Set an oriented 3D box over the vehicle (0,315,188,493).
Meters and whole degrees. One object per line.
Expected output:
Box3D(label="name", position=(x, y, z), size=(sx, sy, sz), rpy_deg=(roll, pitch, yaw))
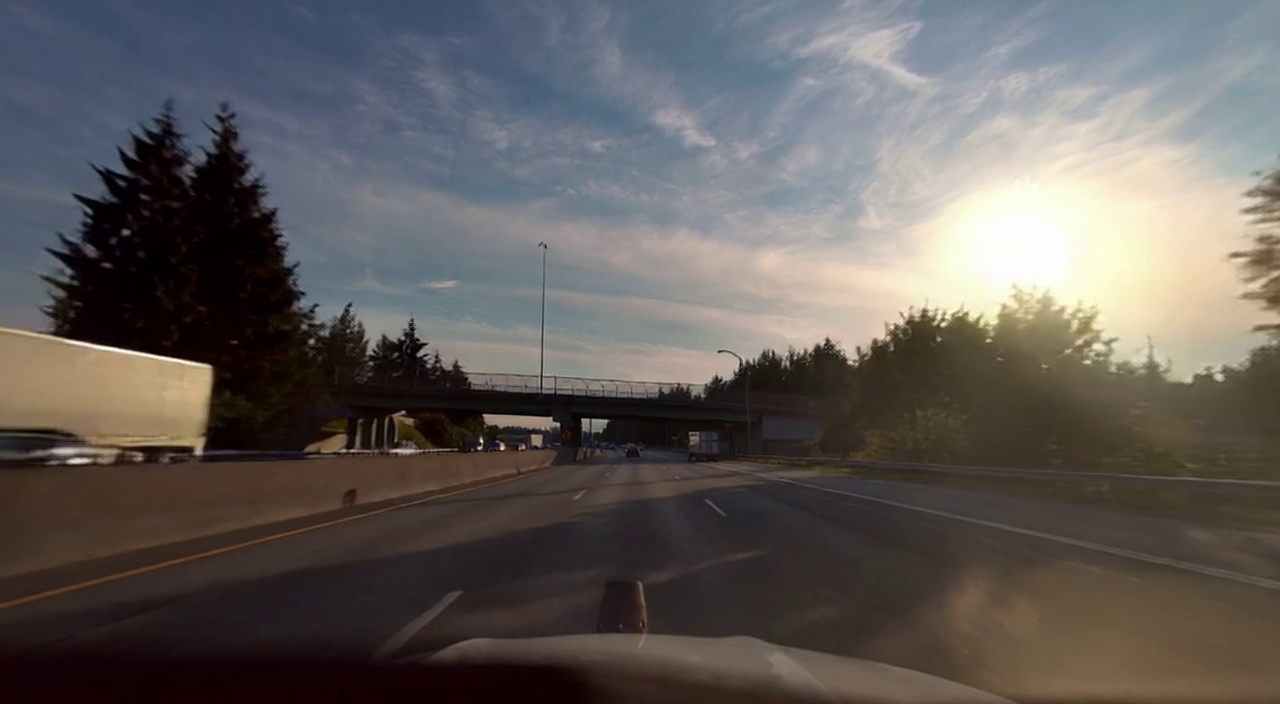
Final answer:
Box3D(label="vehicle", position=(-16.111, 0.765, 11.713), size=(2.994, 4.027, 16.848), rpy_deg=(0, -9, 0))
